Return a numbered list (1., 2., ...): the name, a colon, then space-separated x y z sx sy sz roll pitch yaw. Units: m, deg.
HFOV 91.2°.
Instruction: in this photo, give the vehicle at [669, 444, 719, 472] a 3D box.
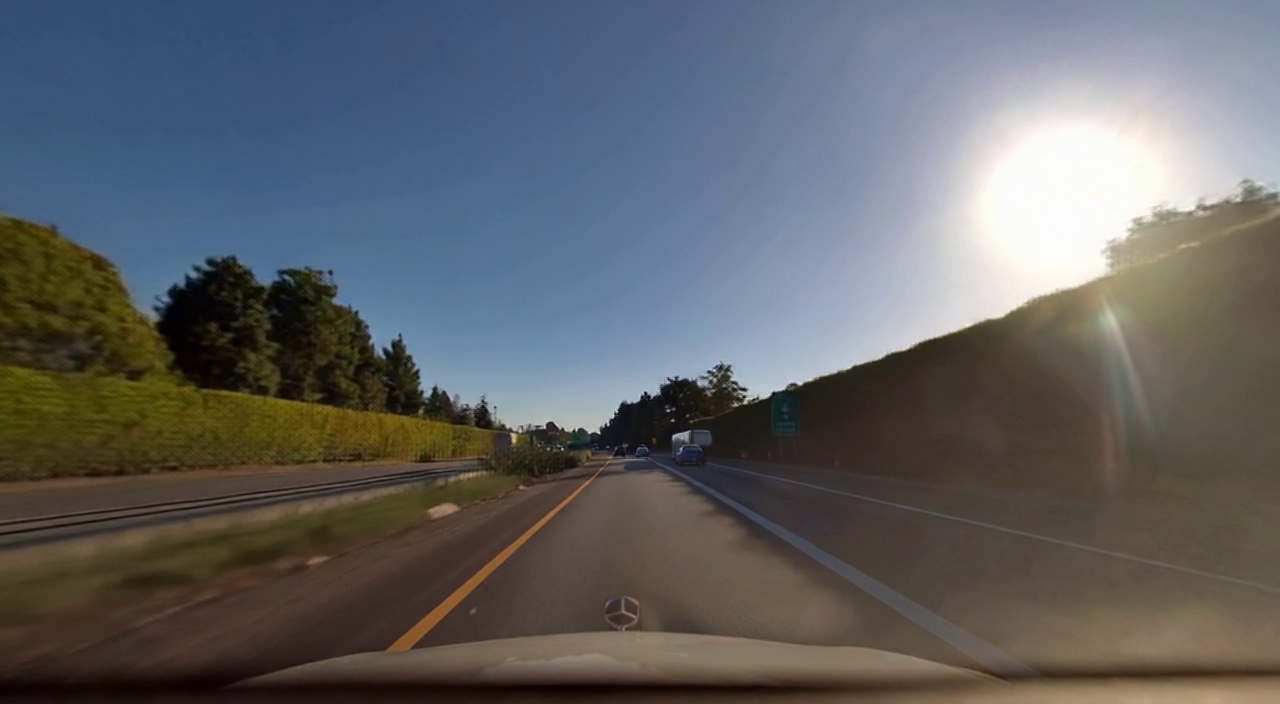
1. vehicle: 2.995 6.034 35.867 2.244 1.498 4.338 0 -9 -3
